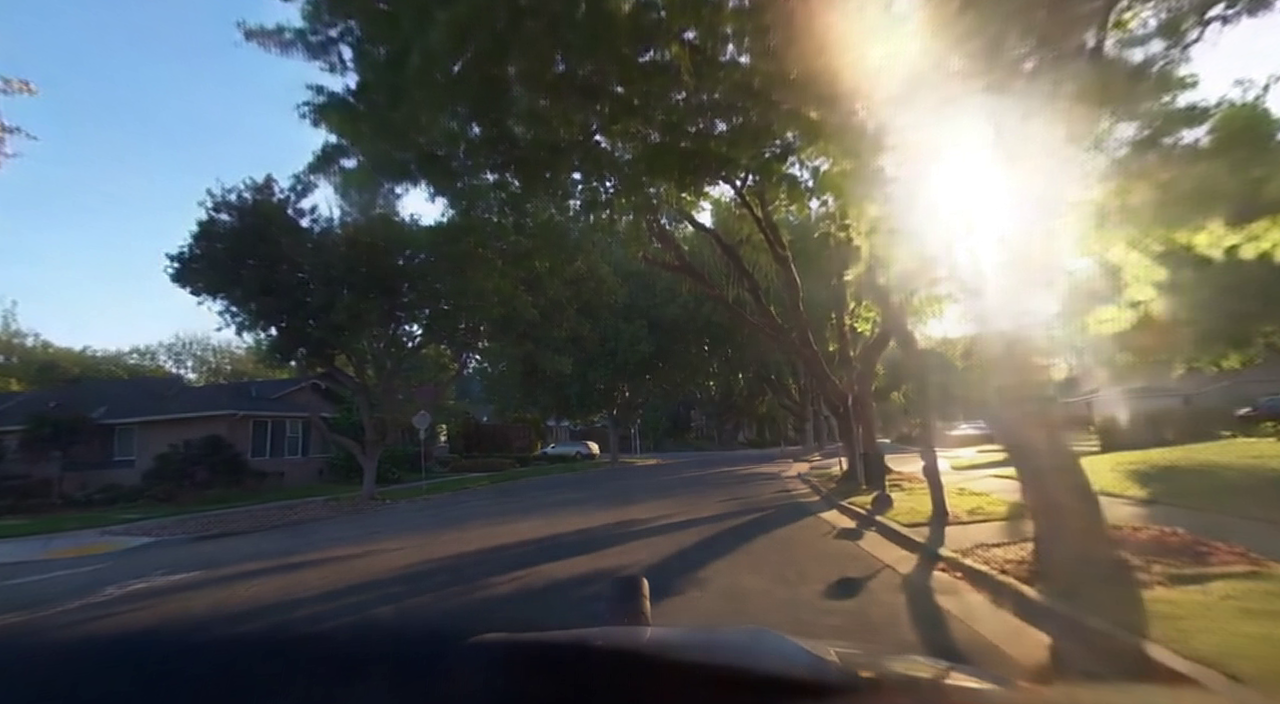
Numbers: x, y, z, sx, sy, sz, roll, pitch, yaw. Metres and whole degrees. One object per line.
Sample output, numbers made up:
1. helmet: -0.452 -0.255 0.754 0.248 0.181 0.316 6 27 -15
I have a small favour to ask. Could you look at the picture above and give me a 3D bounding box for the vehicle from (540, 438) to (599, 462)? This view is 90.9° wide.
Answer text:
1. vehicle: -5.293 7.360 47.583 4.252 1.681 1.854 2 -7 -5
